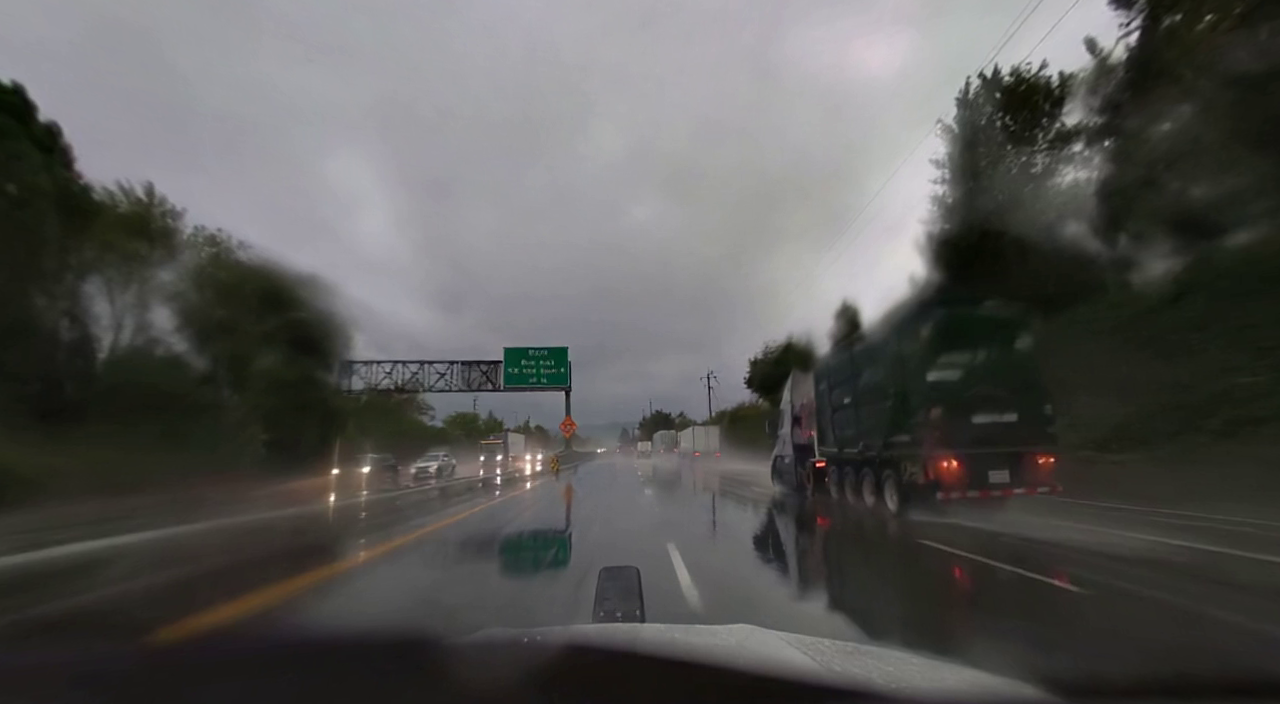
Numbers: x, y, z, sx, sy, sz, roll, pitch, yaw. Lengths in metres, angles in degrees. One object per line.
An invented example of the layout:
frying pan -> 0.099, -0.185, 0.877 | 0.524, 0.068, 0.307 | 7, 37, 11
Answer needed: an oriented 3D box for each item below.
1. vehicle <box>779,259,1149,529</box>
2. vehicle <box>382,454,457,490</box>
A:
vehicle -> 5.789, 1.238, 13.851 | 2.869, 4.048, 8.895 | 0, -9, -3
vehicle -> -10.139, 5.531, 29.298 | 1.961, 1.487, 4.539 | 0, -9, -1
